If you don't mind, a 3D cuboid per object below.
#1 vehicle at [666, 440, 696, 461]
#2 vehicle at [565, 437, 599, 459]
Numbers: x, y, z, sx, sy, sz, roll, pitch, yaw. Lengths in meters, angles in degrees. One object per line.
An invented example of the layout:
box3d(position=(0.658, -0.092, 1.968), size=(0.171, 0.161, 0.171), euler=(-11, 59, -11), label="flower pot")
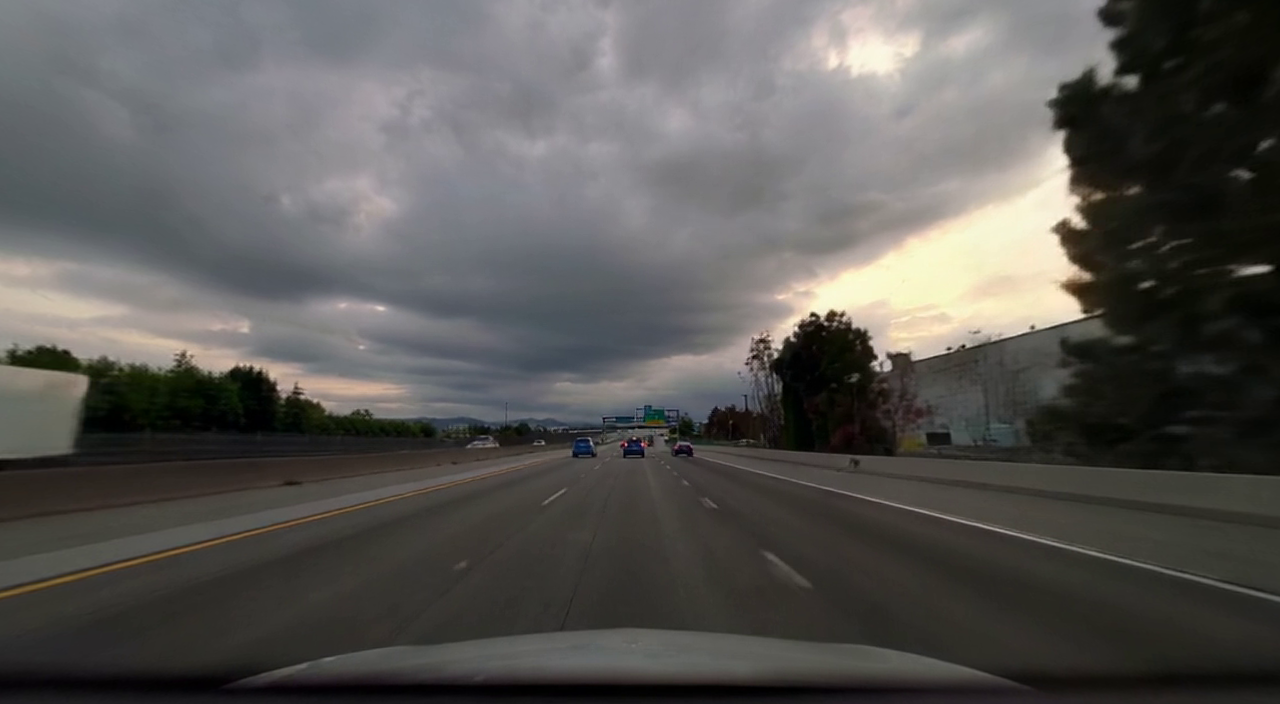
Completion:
box3d(position=(3.100, 7.572, 48.406), size=(1.992, 1.532, 3.996), euler=(0, -8, -1), label="vehicle")
box3d(position=(-4.482, 7.521, 49.133), size=(2.271, 1.626, 4.463), euler=(0, -8, -1), label="vehicle")
